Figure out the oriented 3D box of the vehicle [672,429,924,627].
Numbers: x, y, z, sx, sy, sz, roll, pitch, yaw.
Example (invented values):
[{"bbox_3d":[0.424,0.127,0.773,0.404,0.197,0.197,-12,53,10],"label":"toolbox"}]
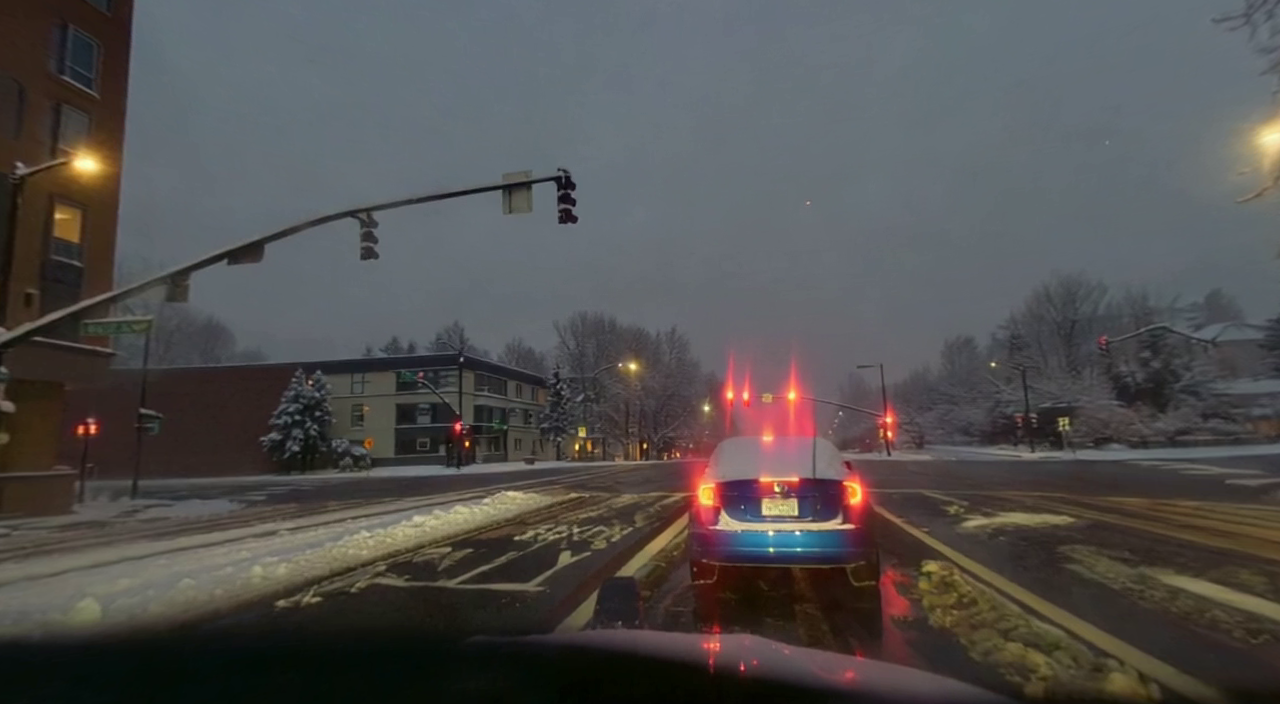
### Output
[{"bbox_3d":[1.581,1.671,7.118,1.872,1.459,4.483,-1,-9,10],"label":"vehicle"}]
